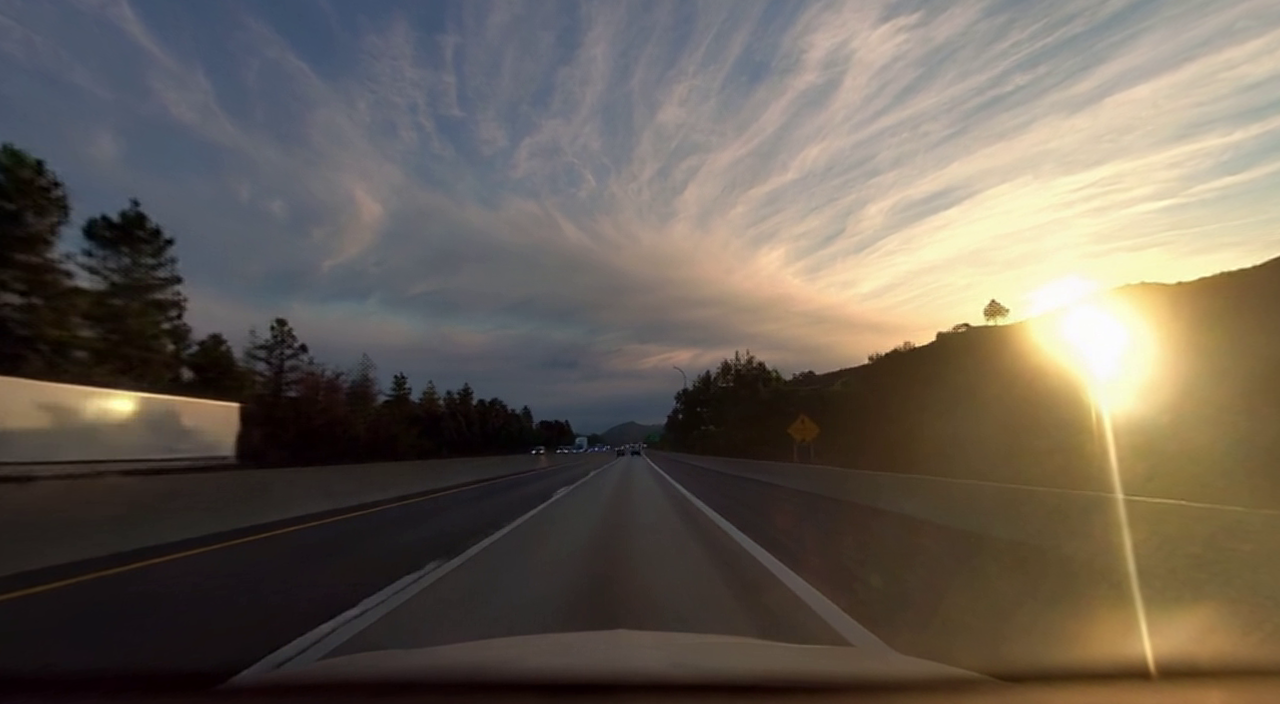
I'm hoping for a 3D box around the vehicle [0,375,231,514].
[{"bbox_3d":[-19.667,3.218,21.463,2.862,3.895,12.778,0,-9,-1],"label":"vehicle"}]
